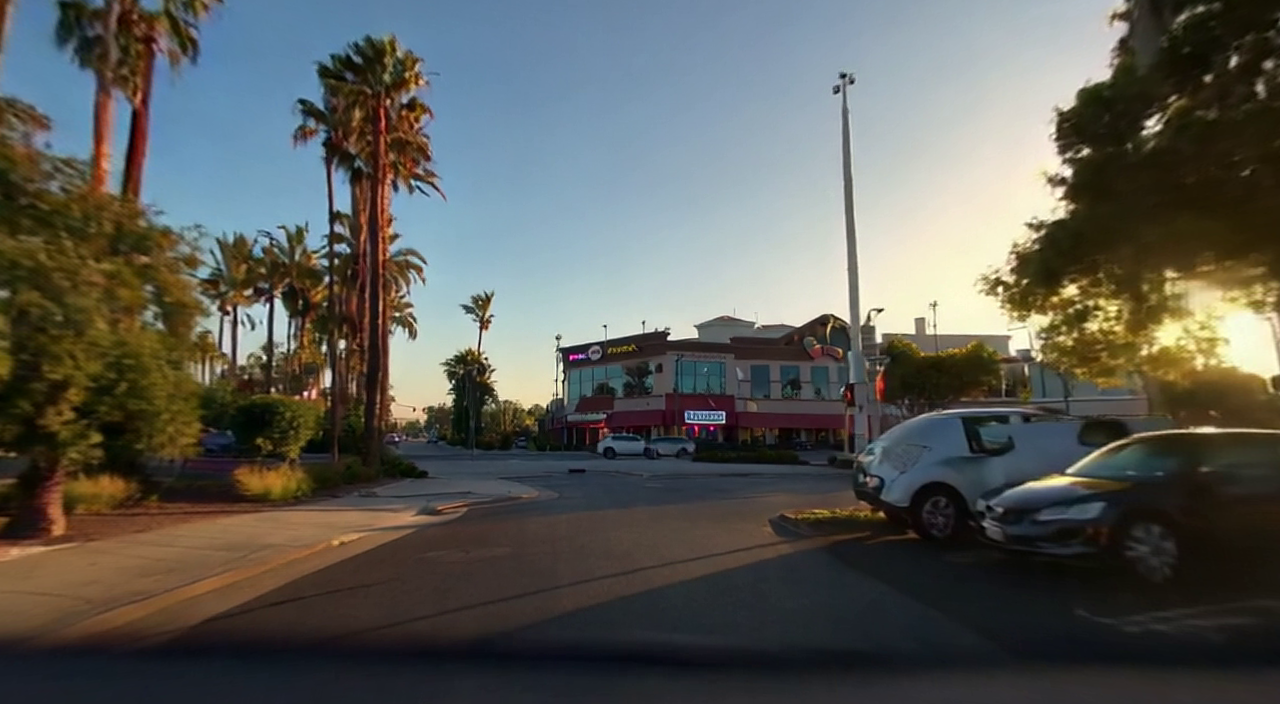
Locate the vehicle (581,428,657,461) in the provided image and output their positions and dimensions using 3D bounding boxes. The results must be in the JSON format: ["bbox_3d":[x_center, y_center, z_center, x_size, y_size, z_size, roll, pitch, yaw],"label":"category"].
[{"bbox_3d":[-1.188,5.299,36.104,4.211,1.756,2.158,-1,-8,-1],"label":"vehicle"}]

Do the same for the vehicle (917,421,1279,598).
[{"bbox_3d":[5.800,1.519,6.796,4.742,1.506,1.919,0,-7,-5],"label":"vehicle"}]

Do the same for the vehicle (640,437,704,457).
[{"bbox_3d":[2.423,7.373,49.110,4.850,1.472,1.777,0,-8,-1],"label":"vehicle"}]
